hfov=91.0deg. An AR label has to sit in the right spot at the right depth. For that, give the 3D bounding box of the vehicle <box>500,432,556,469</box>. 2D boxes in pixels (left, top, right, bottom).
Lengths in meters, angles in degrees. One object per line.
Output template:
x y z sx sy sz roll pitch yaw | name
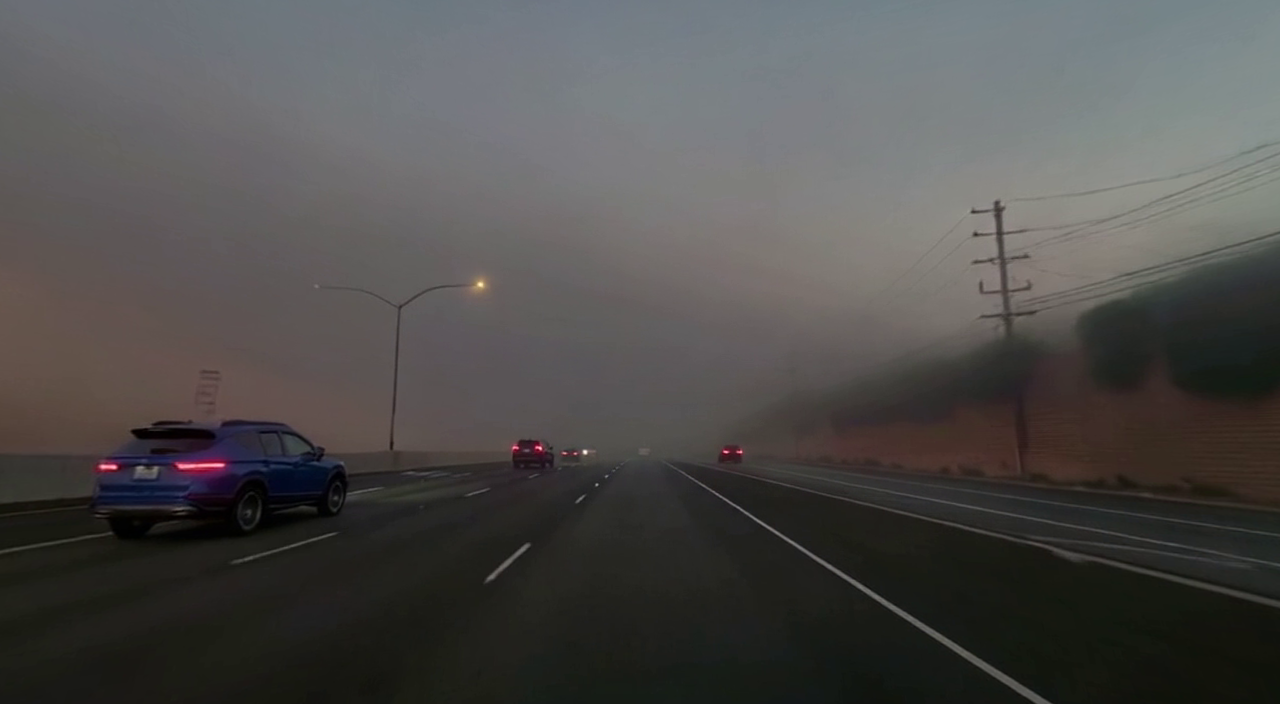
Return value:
-6.277 5.594 36.008 2.255 1.934 4.868 0 -9 1 | vehicle

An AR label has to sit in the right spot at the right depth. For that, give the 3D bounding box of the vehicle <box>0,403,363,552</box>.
-6.358 1.797 9.640 2.058 1.698 4.567 0 -9 1 | vehicle

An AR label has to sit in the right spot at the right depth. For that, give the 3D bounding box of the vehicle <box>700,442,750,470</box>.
4.937 6.099 37.103 2.251 1.520 4.550 1 -9 -1 | vehicle
